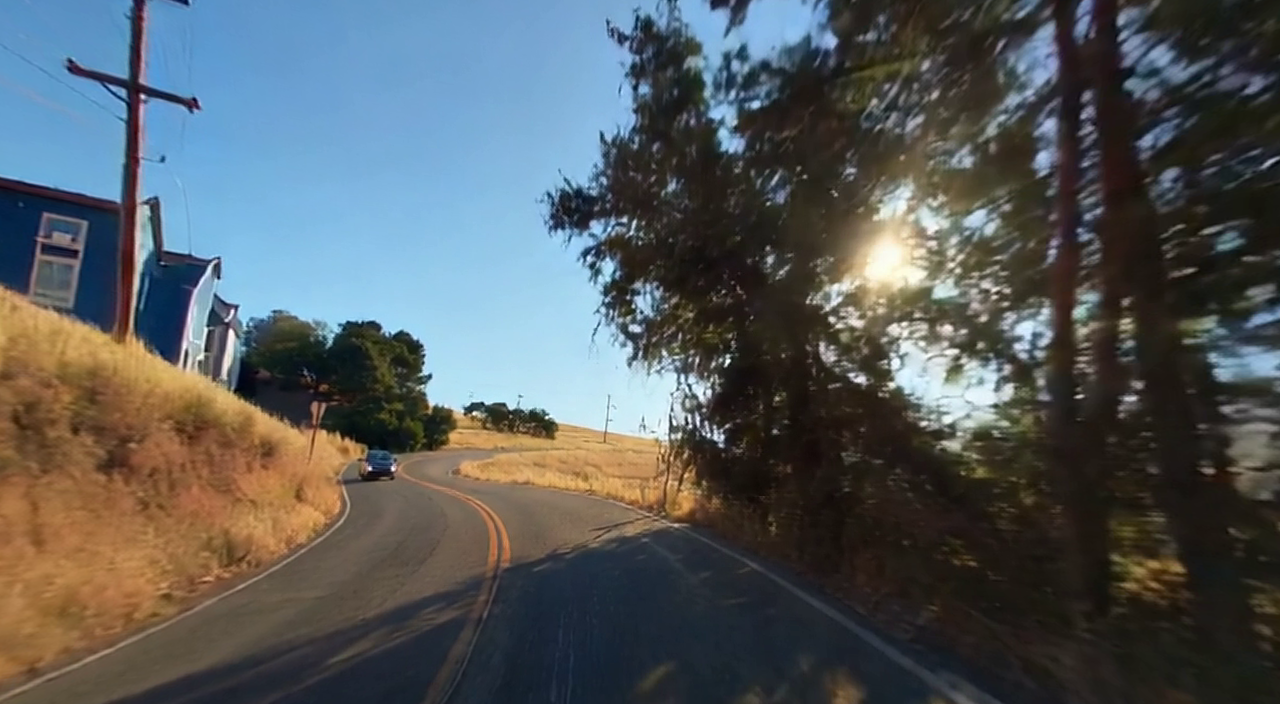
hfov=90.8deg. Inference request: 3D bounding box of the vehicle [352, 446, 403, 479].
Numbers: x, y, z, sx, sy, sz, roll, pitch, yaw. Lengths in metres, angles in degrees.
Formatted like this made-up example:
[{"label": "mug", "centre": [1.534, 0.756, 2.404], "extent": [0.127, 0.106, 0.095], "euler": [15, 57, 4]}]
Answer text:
[{"label": "vehicle", "centre": [-12.979, 5.385, 31.093], "extent": [2.063, 1.485, 3.997], "euler": [4, -9, -25]}]
